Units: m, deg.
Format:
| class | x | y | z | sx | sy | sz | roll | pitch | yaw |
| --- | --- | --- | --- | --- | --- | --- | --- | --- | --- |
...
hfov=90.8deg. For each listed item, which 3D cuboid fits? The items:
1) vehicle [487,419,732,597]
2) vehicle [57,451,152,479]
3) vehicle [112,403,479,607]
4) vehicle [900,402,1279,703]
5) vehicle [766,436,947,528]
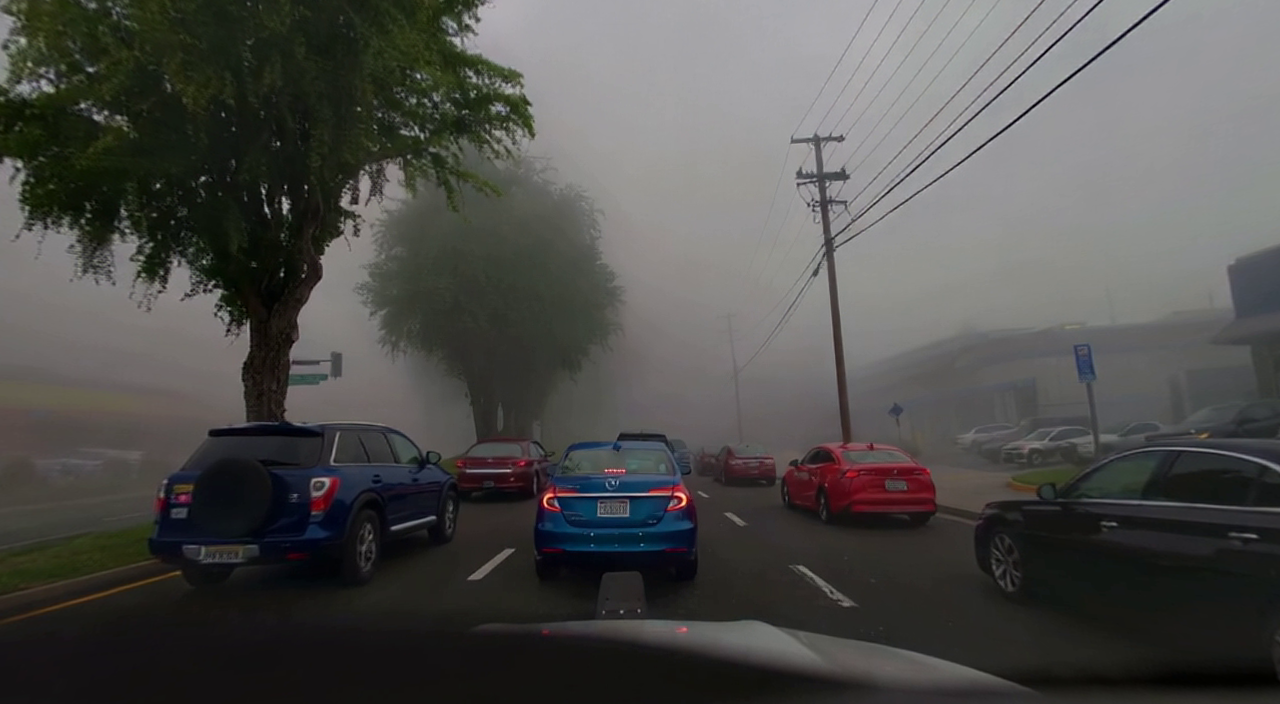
| class | x | y | z | sx | sy | sz | roll | pitch | yaw |
| --- | --- | --- | --- | --- | --- | --- | --- | --- | --- |
| vehicle | -0.320 | 1.631 | 7.406 | 2.097 | 1.511 | 3.809 | 0 | -9 | -2 |
| vehicle | -37.030 | 7.830 | 43.742 | 4.683 | 1.833 | 2.078 | 0 | -9 | 2 |
| vehicle | -3.435 | 1.602 | 7.500 | 1.979 | 1.697 | 4.254 | 0 | -9 | -1 |
| vehicle | 3.664 | 1.188 | 4.167 | 1.929 | 1.479 | 4.723 | 0 | -9 | 1 |
| vehicle | 3.932 | 2.428 | 12.412 | 1.909 | 1.473 | 4.361 | 0 | -9 | -1 |
